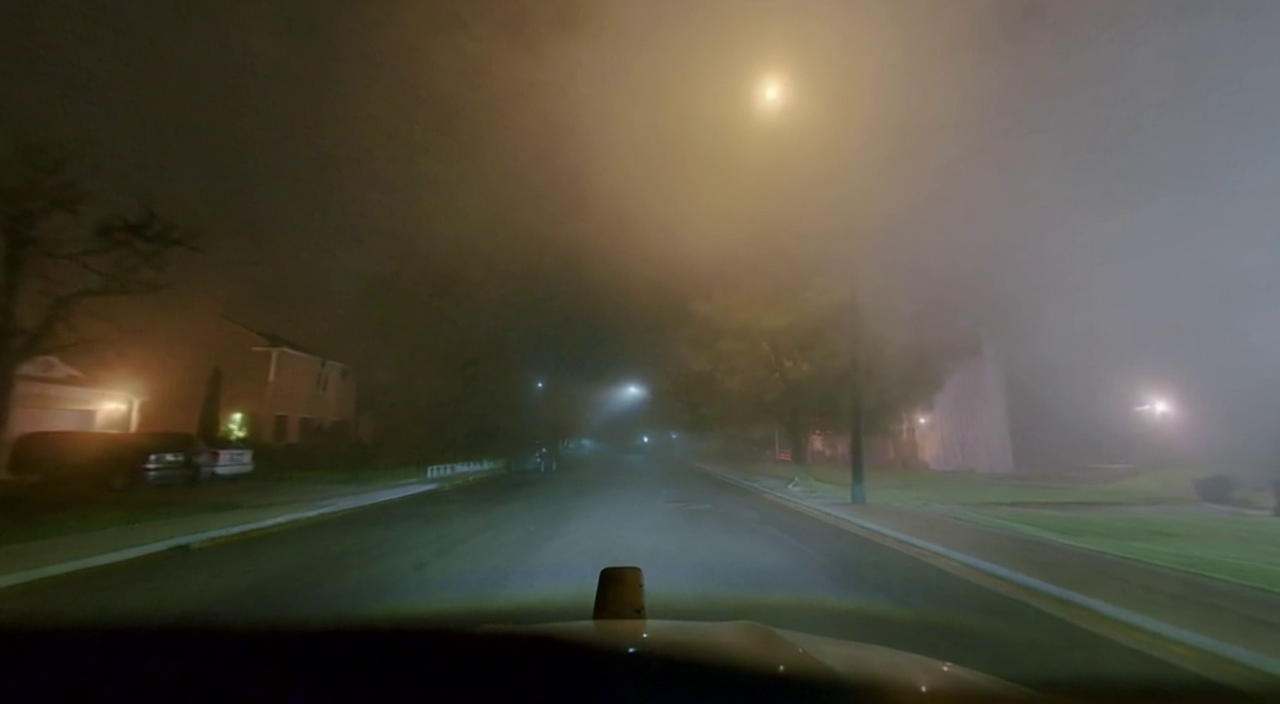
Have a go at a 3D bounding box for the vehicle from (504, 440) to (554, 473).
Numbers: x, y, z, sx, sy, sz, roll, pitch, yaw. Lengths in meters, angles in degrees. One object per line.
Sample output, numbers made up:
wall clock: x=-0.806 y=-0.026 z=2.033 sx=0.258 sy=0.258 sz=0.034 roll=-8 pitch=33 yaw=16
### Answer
vehicle: x=-6.147 y=5.812 z=35.186 sx=1.998 sy=1.742 sz=4.210 roll=0 pitch=-9 yaw=1

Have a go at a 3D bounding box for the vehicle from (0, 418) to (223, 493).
vehicle: x=-14.490 y=2.754 z=16.844 sx=4.928 sy=1.844 sz=2.163 roll=1 pitch=-9 yaw=-4
